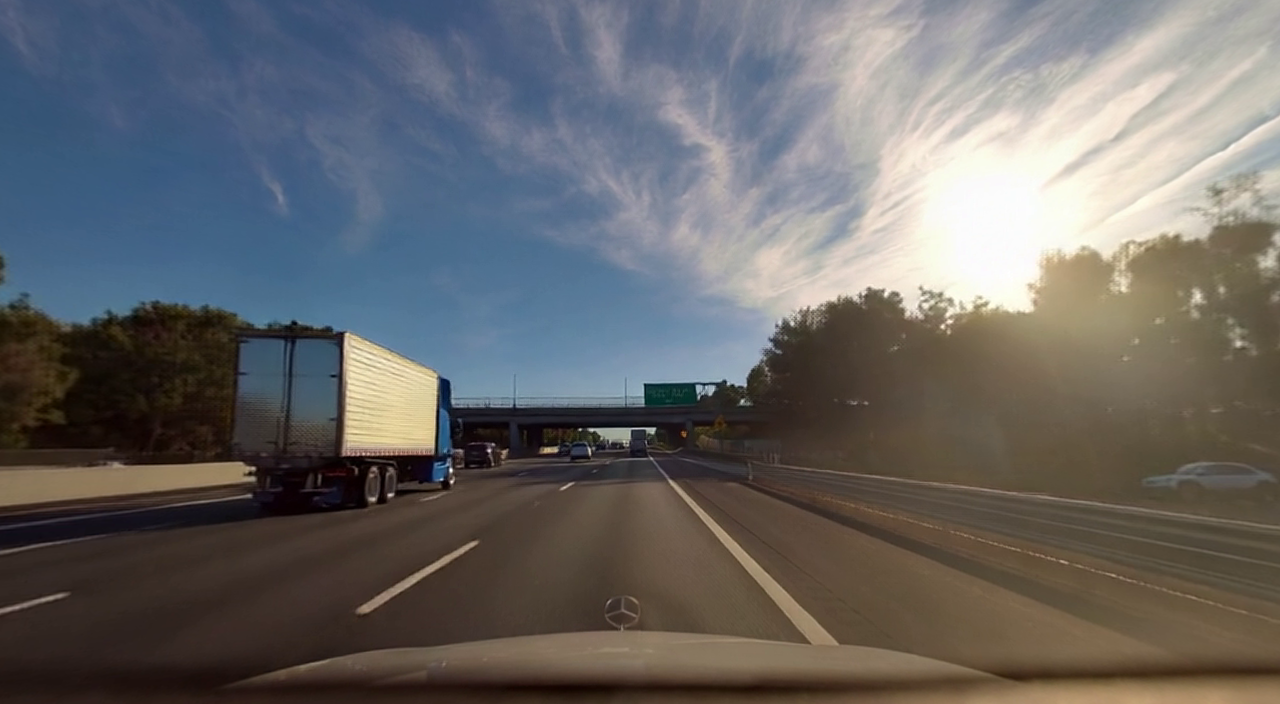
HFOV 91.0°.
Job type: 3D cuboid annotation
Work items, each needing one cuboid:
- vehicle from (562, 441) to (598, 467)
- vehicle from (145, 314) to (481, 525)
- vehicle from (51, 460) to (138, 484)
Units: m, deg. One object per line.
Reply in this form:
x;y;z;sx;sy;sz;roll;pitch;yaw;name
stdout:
-4.174;7.195;44.612;2.094;1.695;4.260;0;-9;0;vehicle
-7.240;1.958;16.684;3.303;3.868;10.298;0;-9;0;vehicle
-39.762;8.722;46.076;1.867;1.579;5.040;0;-9;0;vehicle
